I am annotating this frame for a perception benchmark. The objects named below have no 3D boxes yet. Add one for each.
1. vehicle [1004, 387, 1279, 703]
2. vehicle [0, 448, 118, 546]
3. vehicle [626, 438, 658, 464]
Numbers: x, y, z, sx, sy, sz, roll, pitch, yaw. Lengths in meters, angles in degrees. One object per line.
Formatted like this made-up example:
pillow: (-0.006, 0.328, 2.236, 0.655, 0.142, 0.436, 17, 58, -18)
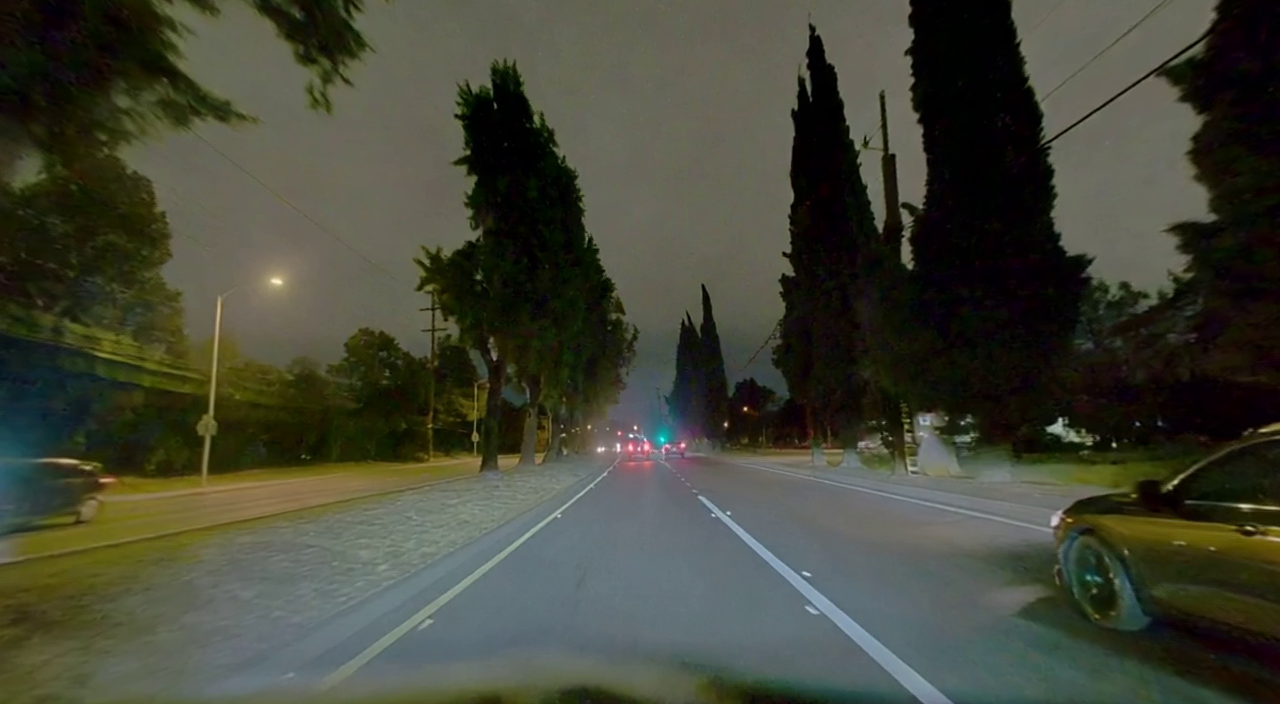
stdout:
vehicle: (4.233, 0.937, 2.804, 2.235, 1.597, 4.918, 0, -9, 0)
vehicle: (-9.904, 2.097, 9.167, 1.527, 1.380, 3.460, 0, -9, 1)
vehicle: (0.059, 7.171, 45.637, 2.189, 1.776, 4.342, 0, -9, -2)
